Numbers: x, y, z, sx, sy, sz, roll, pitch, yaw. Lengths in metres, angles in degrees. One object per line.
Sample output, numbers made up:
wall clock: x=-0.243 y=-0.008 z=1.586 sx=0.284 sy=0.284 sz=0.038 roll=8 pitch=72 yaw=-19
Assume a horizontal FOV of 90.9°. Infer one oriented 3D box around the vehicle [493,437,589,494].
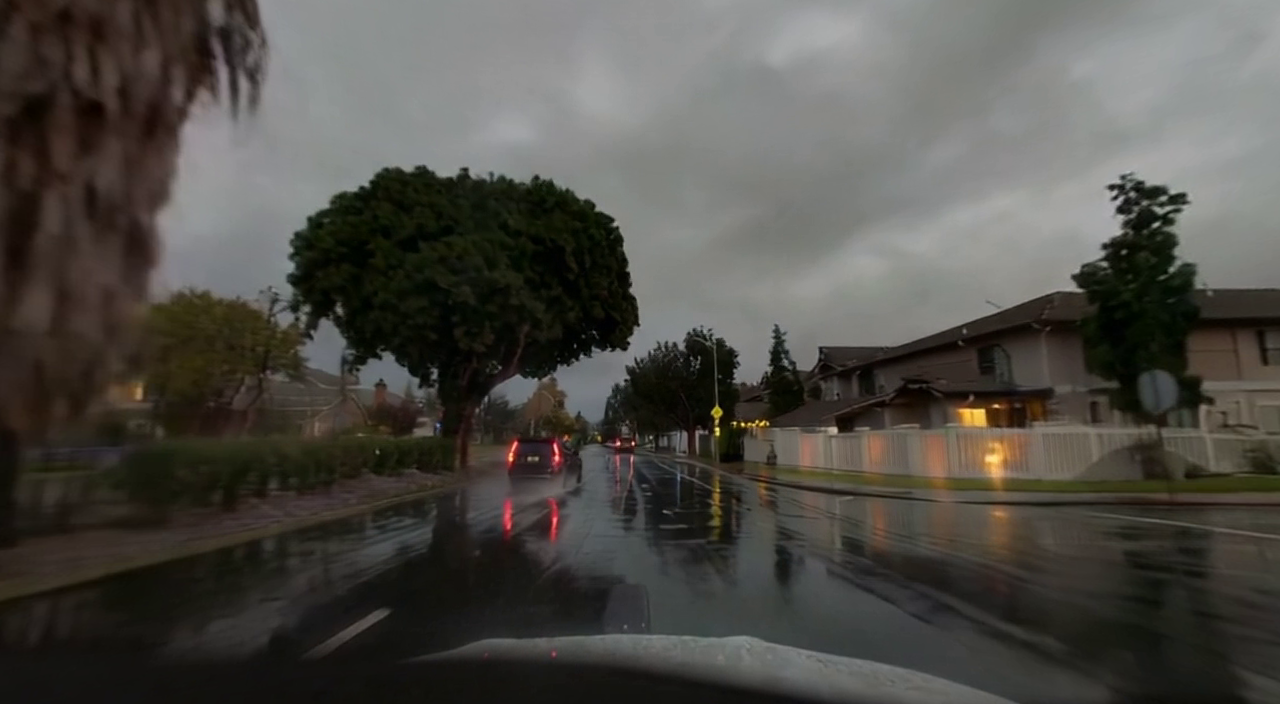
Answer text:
vehicle: x=-2.858 y=3.410 z=19.402 sx=2.075 sy=1.498 sz=4.730 roll=0 pitch=-8 yaw=2
